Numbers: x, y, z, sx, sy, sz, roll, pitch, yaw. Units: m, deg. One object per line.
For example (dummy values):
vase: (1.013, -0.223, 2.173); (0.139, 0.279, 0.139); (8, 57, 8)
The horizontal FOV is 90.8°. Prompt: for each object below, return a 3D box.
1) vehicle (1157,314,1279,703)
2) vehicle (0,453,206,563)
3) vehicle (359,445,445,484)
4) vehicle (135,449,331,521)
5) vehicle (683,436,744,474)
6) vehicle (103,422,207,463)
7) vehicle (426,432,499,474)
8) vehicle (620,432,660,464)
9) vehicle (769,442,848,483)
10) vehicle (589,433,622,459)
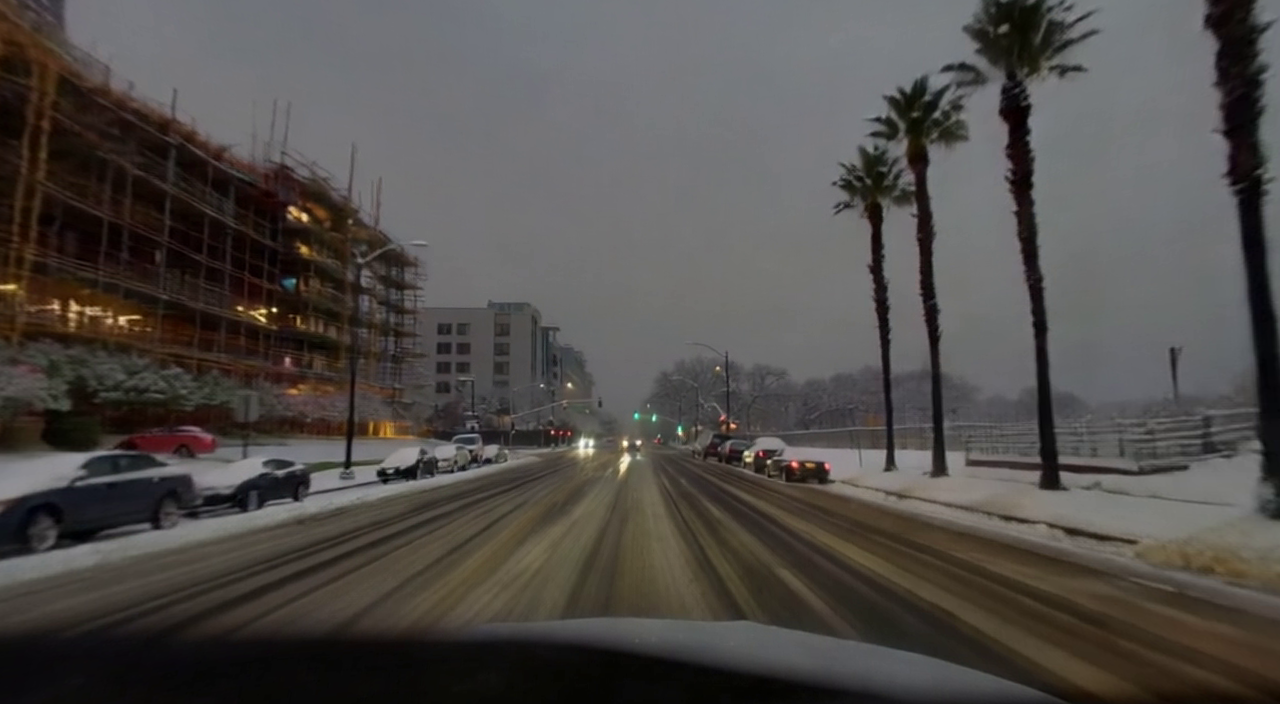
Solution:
vehicle: (3.044, 0.462, 0.247); (1.953, 1.687, 4.344); (0, -8, 0)
vehicle: (-9.723, 2.457, 10.602); (1.826, 1.445, 4.325); (0, -8, 0)
vehicle: (-9.942, 4.720, 26.853); (1.804, 1.478, 4.734); (0, -8, 0)
vehicle: (-9.669, 3.136, 15.575); (1.821, 1.448, 4.591); (0, -8, -1)
vehicle: (3.091, 4.426, 27.234); (1.999, 1.487, 3.939); (0, -8, -2)
vehicle: (-20.093, 3.775, 26.181); (3.575, 1.571, 1.912); (-5, -9, 26)
vehicle: (-9.996, 5.806, 36.147); (2.294, 1.948, 6.025); (-6, -10, 0)
vehicle: (0.009, 5.715, 37.704); (2.264, 1.798, 4.258); (0, -8, 0)
vehicle: (6.460, 4.259, 24.752); (1.819, 1.435, 4.337); (0, -8, -1)
vehicle: (-2.611, 7.270, 48.930); (2.180, 1.879, 4.452); (0, -8, 1)
